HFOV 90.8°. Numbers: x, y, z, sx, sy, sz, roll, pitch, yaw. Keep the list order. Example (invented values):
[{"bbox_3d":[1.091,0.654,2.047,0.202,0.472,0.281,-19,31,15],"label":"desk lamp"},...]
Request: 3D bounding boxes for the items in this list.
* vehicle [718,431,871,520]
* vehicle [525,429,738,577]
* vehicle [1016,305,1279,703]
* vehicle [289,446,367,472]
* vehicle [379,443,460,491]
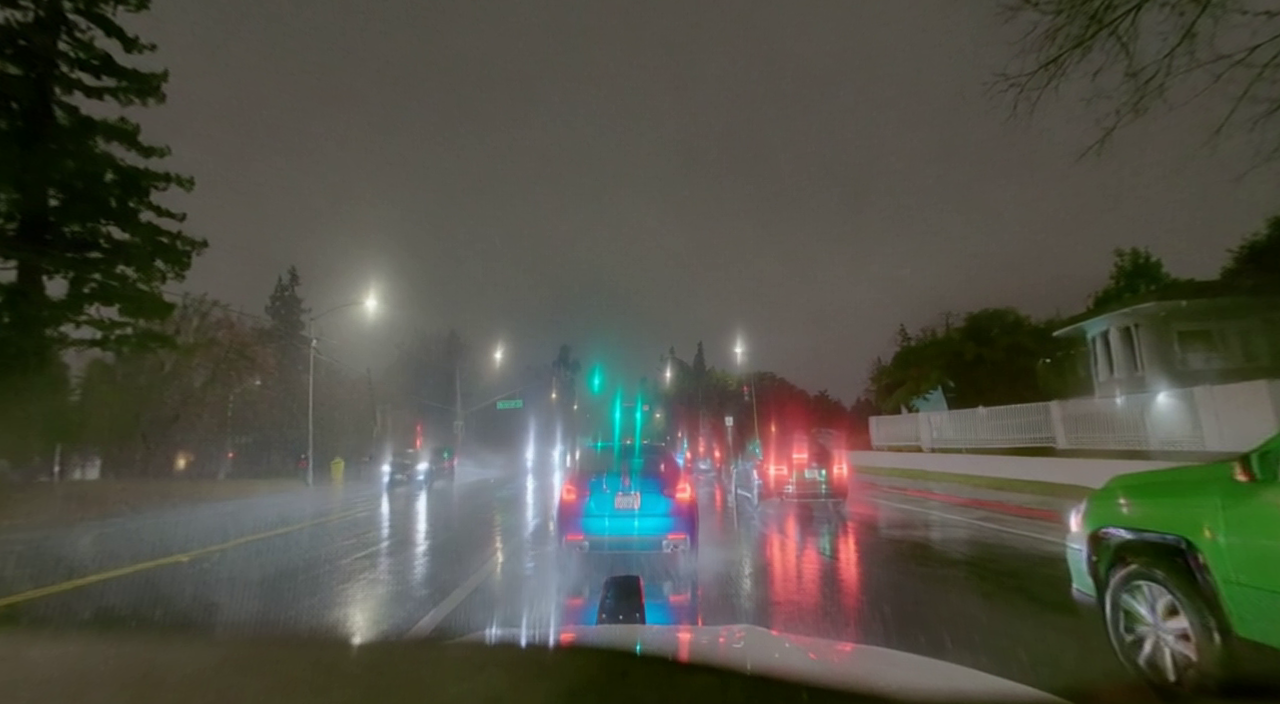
[{"bbox_3d":[2.964,2.470,13.266,1.971,1.517,4.521,0,-8,-1],"label":"vehicle"},{"bbox_3d":[-0.123,1.869,8.656,2.186,1.500,4.141,0,-8,-1],"label":"vehicle"},{"bbox_3d":[3.384,0.619,1.695,2.006,1.766,4.345,0,-8,-1],"label":"vehicle"},{"bbox_3d":[-19.871,6.807,40.349,3.957,1.630,1.881,0,-8,-1],"label":"vehicle"},{"bbox_3d":[-8.867,4.628,25.842,1.996,1.680,4.203,-2,-8,-2],"label":"vehicle"}]
